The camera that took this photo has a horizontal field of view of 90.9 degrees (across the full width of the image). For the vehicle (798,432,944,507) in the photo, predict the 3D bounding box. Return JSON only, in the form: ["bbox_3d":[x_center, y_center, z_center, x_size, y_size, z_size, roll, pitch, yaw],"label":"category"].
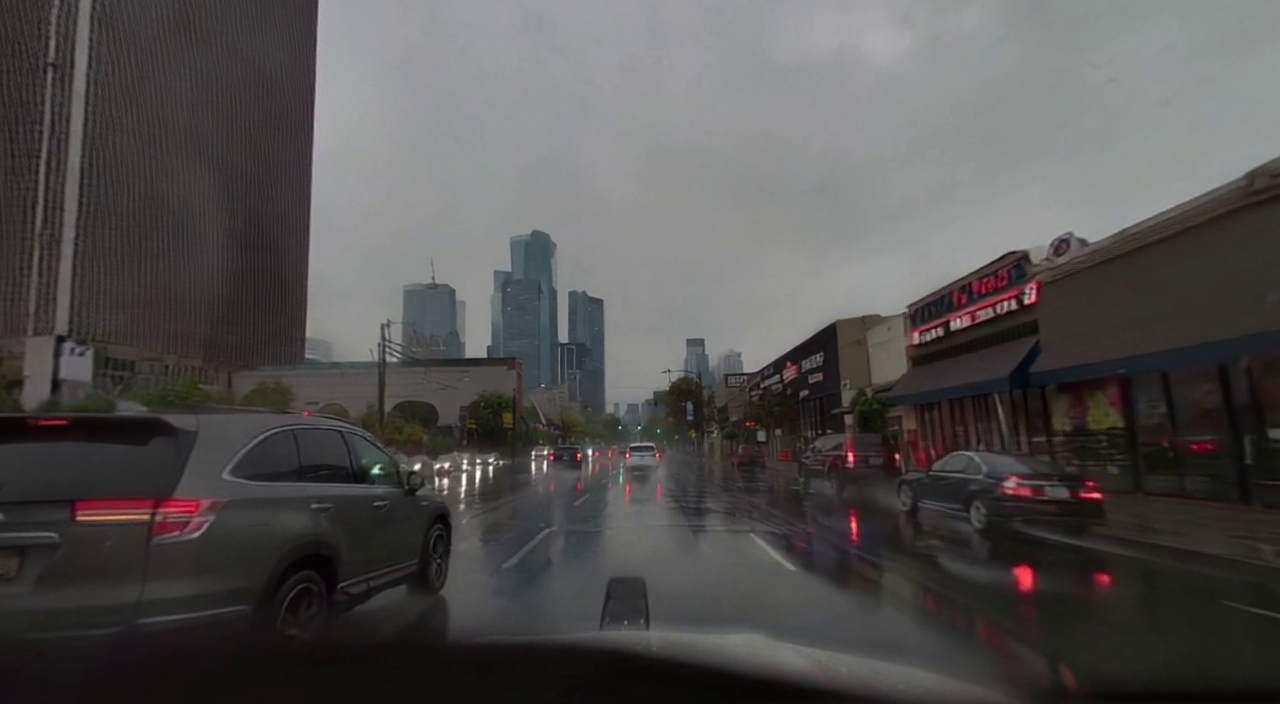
[{"bbox_3d":[6.363,3.289,18.193,2.159,1.817,5.056,0,-8,-2],"label":"vehicle"}]

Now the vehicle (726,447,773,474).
[{"bbox_3d":[6.690,6.654,38.902,2.014,1.495,4.562,0,-8,-1],"label":"vehicle"}]

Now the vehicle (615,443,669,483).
[{"bbox_3d":[0.083,4.522,26.016,2.037,1.484,4.073,0,-8,0],"label":"vehicle"}]

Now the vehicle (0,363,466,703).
[{"bbox_3d":[-2.974,1.188,4.641,2.049,1.646,4.445,0,-8,1],"label":"vehicle"}]

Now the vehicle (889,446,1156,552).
[{"bbox_3d":[6.285,2.412,11.151,1.944,1.462,4.406,0,-8,0],"label":"vehicle"}]

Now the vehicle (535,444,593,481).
[{"bbox_3d":[-3.232,4.777,27.565,1.950,1.450,4.257,0,-8,1],"label":"vehicle"}]
